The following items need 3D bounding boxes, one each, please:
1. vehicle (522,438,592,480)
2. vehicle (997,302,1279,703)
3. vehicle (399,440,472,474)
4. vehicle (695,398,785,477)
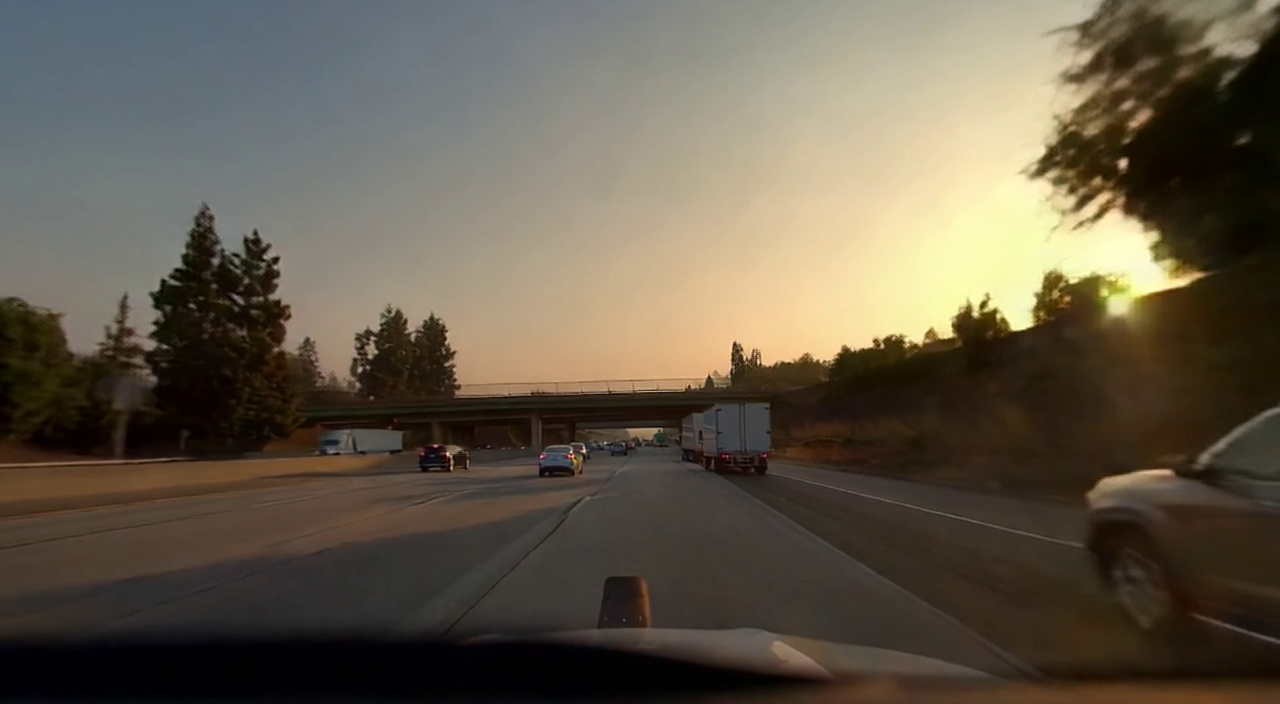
[{"bbox_3d":[-3.083,4.060,24.244,1.981,1.473,4.317,0,-8,2],"label":"vehicle"},{"bbox_3d":[4.108,0.581,1.755,2.355,1.930,6.633,0,-8,0],"label":"vehicle"},{"bbox_3d":[-9.630,4.963,30.075,1.899,1.465,4.589,0,-8,0],"label":"vehicle"},{"bbox_3d":[4.188,3.825,27.990,2.732,3.052,7.118,0,-8,-1],"label":"vehicle"}]
